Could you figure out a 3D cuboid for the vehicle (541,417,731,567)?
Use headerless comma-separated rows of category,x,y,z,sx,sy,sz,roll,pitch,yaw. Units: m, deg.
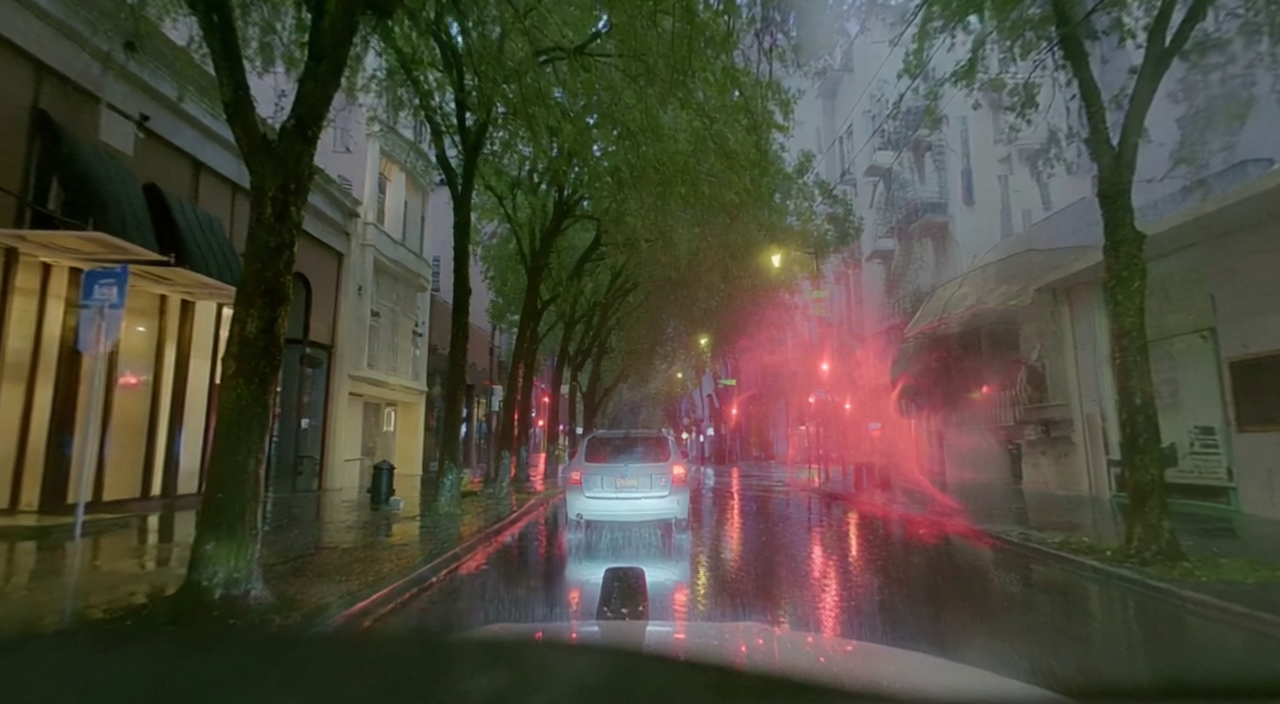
vehicle,-0.087,1.824,8.925,2.079,1.621,3.861,0,-8,-1

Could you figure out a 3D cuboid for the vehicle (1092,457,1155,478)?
vehicle,36.732,8.776,47.914,3.445,1.363,1.608,2,-8,-1

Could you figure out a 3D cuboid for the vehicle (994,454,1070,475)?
vehicle,29.755,8.530,47.913,4.668,1.441,1.904,1,-9,-6
